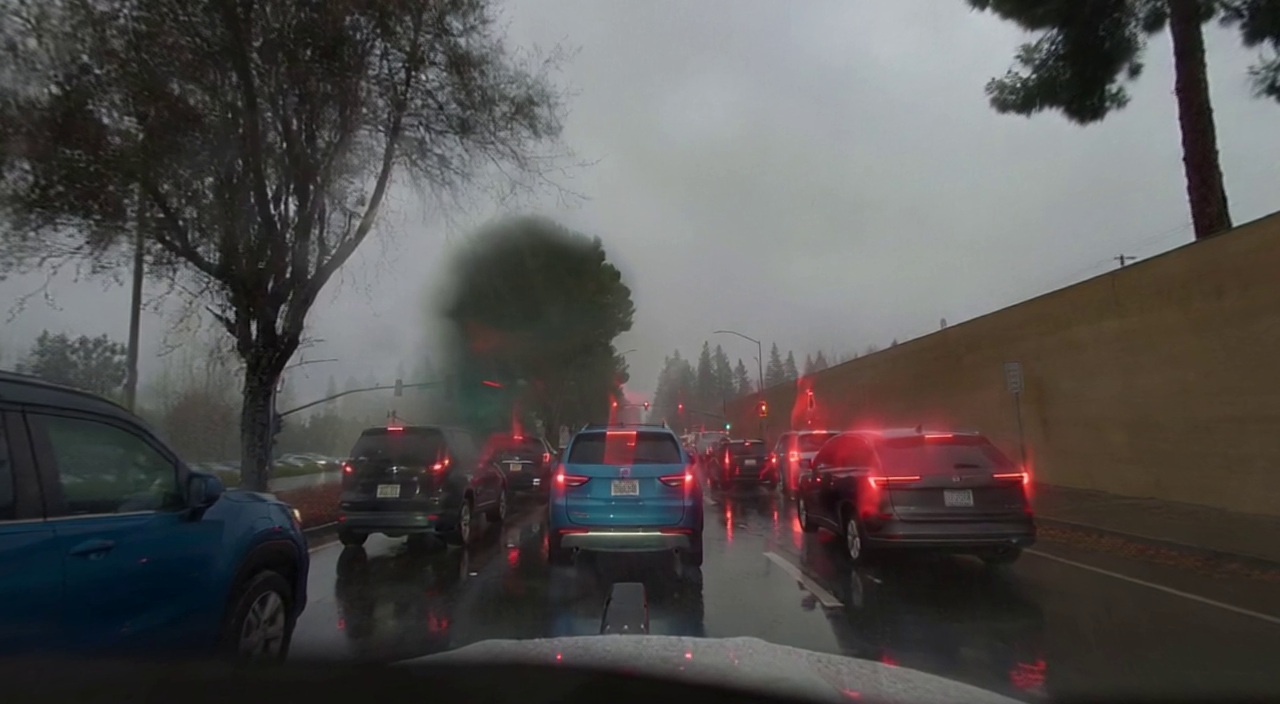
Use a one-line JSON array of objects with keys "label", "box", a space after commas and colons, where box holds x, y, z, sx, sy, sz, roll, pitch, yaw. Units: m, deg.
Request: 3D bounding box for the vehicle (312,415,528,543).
[{"label": "vehicle", "box": [-3.483, 2.109, 11.154, 2.067, 1.759, 4.631, 0, -8, 1]}]

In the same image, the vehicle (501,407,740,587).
[{"label": "vehicle", "box": [-0.150, 1.655, 7.952, 2.245, 1.677, 3.913, 0, -8, 1]}]

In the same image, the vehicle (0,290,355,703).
[{"label": "vehicle", "box": [-3.511, 0.829, 3.120, 2.070, 1.913, 4.450, 0, -8, 0]}]

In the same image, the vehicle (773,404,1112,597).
[{"label": "vehicle", "box": [3.148, 1.631, 7.802, 2.029, 1.702, 4.281, 0, -8, 0]}]
